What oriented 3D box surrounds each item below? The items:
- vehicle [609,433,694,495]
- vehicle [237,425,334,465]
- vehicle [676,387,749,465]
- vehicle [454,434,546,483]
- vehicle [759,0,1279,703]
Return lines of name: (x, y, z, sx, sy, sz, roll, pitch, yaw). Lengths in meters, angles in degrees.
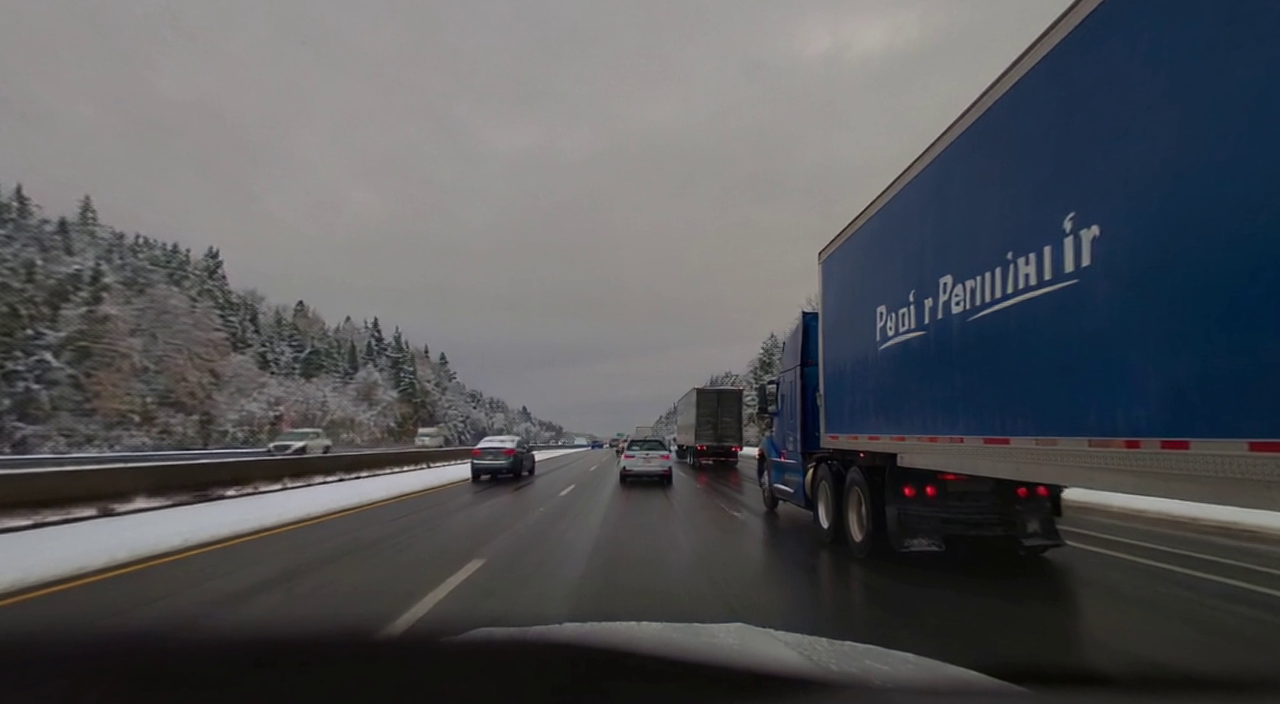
vehicle: (0.254, 2.904, 16.788, 2.021, 1.435, 3.611, 0, -8, -1)
vehicle: (-17.609, 4.651, 31.612, 2.037, 1.840, 4.691, 0, -8, 2)
vehicle: (4.210, 4.805, 39.977, 2.869, 4.067, 13.731, 0, -8, 0)
vehicle: (-4.542, 3.500, 21.214, 2.048, 1.452, 4.430, 0, -8, 0)
vehicle: (4.252, 0.239, 6.947, 2.816, 4.070, 14.136, 0, -8, -1)
